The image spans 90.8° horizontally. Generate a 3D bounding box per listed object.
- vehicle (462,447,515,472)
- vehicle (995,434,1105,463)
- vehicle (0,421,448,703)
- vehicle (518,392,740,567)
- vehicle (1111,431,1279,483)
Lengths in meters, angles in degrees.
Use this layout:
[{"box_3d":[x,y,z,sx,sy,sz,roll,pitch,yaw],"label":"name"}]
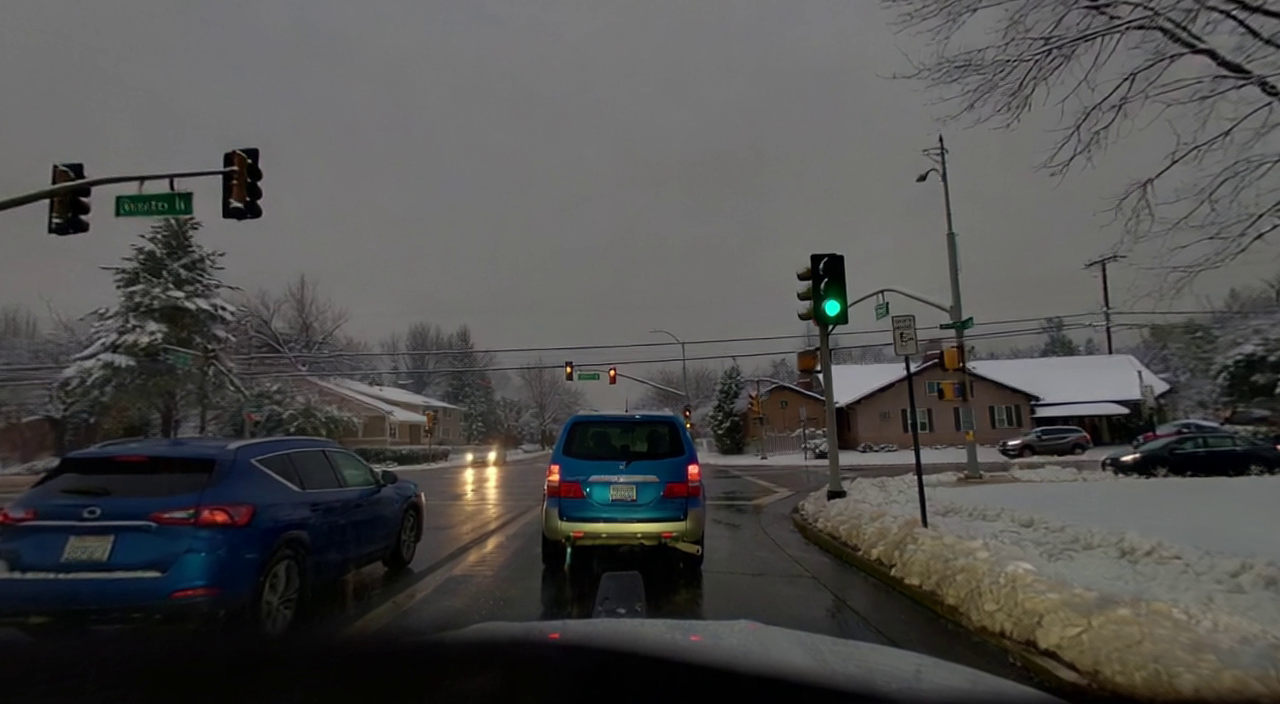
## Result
[{"box_3d":[-9.527,6.757,40.076,2.028,1.474,4.637,-1,-8,2],"label":"vehicle"},{"box_3d":[21.348,5.048,33.105,4.353,1.431,1.876,-2,-9,14],"label":"vehicle"},{"box_3d":[-3.330,1.430,5.549,1.934,1.459,4.368,0,-8,0],"label":"vehicle"},{"box_3d":[-0.179,1.718,9.220,2.396,1.881,4.606,0,-8,-2],"label":"vehicle"},{"box_3d":[17.226,3.099,18.769,4.715,1.439,1.874,-2,-9,14],"label":"vehicle"}]
